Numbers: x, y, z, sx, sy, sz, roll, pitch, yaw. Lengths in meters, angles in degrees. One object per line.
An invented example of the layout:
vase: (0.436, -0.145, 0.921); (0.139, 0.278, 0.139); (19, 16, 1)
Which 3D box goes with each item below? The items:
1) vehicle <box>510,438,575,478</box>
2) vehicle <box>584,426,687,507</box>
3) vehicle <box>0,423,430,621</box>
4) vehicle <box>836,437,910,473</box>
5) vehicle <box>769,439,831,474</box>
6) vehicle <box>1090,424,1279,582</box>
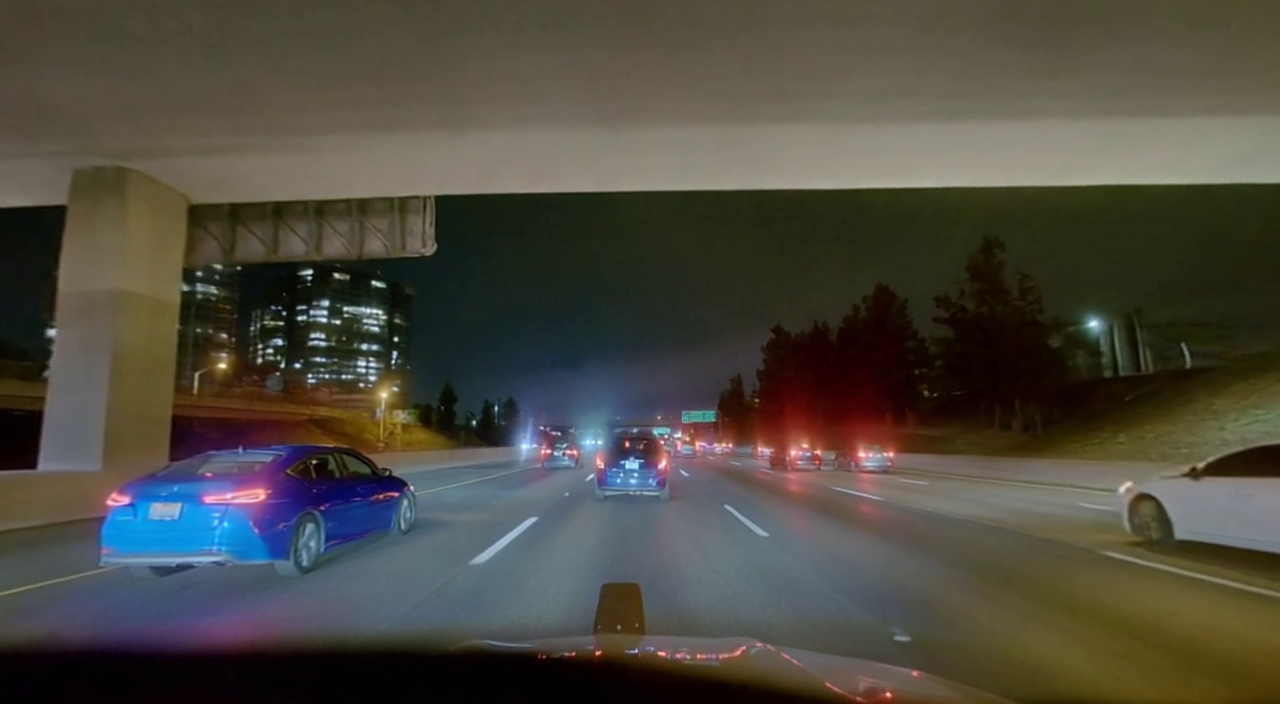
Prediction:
vehicle: (-3.957, 4.372, 26.170); (1.947, 1.516, 4.295); (0, -9, 1)
vehicle: (-0.081, 2.726, 15.369); (2.181, 1.697, 4.021); (0, -9, 0)
vehicle: (-4.107, 1.629, 7.061); (1.974, 1.478, 4.412); (0, -9, 0)
vehicle: (11.546, 5.123, 31.528); (1.992, 1.625, 4.359); (1, -9, -1)
vehicle: (7.385, 4.853, 29.421); (1.880, 1.526, 3.641); (0, -9, 0)
vehicle: (7.274, 1.518, 6.386); (2.049, 1.521, 4.604); (0, -9, 1)
